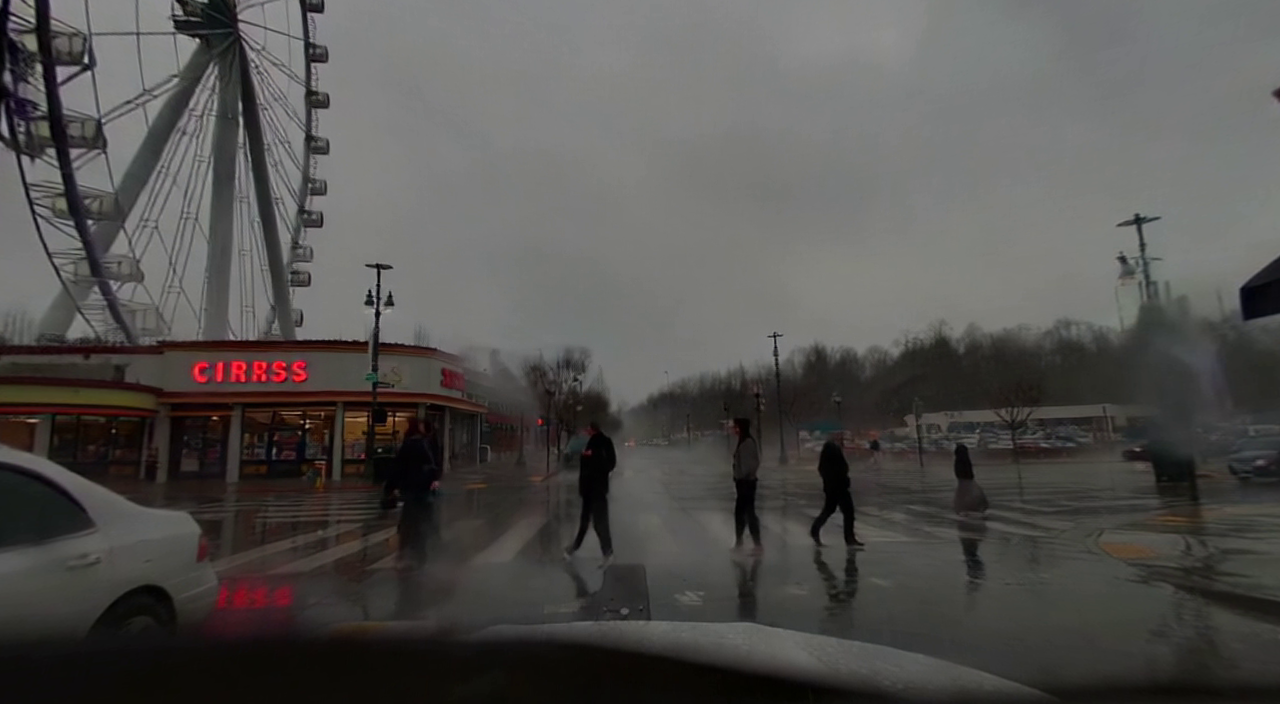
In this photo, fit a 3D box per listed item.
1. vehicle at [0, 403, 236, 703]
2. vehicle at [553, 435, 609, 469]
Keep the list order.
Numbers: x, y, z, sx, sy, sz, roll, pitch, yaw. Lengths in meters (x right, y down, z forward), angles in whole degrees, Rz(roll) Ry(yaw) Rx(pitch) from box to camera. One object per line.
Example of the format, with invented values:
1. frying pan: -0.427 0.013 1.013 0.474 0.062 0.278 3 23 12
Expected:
1. vehicle: -3.374 0.785 1.183 1.940 1.505 4.676 -1 -9 3
2. vehicle: -3.875 6.375 40.251 2.549 2.000 5.699 2 -9 -15
